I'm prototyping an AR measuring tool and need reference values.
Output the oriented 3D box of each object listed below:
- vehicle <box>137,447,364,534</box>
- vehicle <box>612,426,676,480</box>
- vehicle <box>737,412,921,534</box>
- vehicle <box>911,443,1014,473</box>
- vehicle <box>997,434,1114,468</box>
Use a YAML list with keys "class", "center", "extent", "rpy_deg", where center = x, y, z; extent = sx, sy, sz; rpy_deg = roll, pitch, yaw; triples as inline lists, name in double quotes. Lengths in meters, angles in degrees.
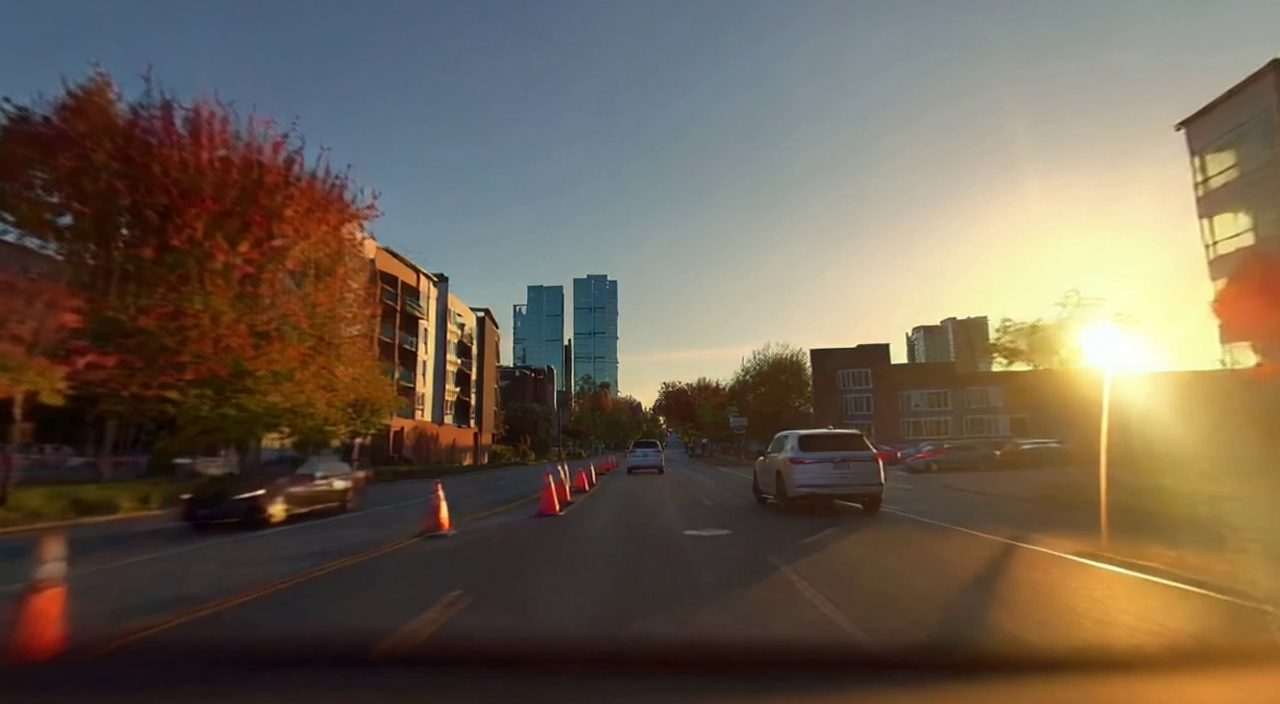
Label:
- class: "vehicle"
  center: [-7.843, 2.774, 13.244]
  extent: [1.891, 1.496, 4.144]
  rpy_deg: [-1, -8, 4]
- class: "vehicle"
  center: [0.253, 4.889, 30.593]
  extent: [2.762, 2.309, 6.723]
  rpy_deg: [0, -8, 1]
- class: "vehicle"
  center: [3.291, 2.245, 12.354]
  extent: [2.120, 1.828, 5.531]
  rpy_deg: [0, -8, 3]
- class: "vehicle"
  center: [16.960, 5.567, 33.047]
  extent: [4.568, 1.478, 1.900]
  rpy_deg: [2, -9, -13]
- class: "vehicle"
  center: [22.047, 5.266, 33.458]
  extent: [4.629, 1.756, 2.124]
  rpy_deg: [0, -8, 0]
